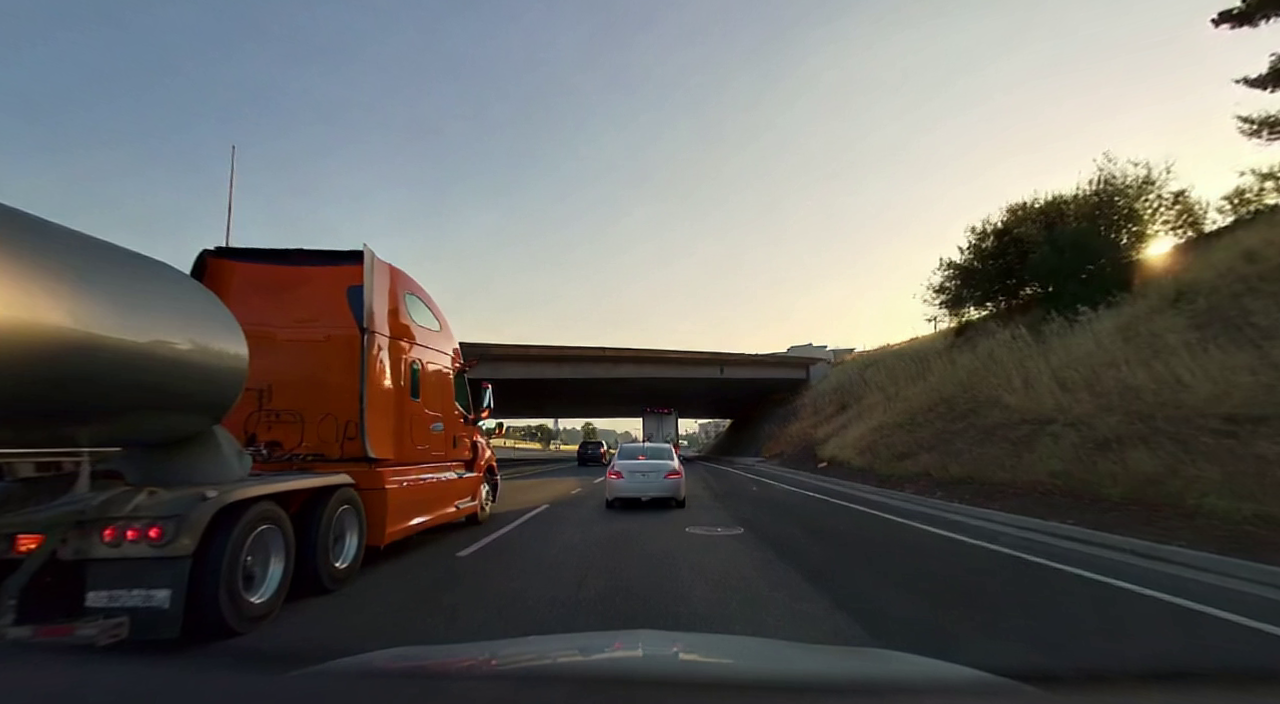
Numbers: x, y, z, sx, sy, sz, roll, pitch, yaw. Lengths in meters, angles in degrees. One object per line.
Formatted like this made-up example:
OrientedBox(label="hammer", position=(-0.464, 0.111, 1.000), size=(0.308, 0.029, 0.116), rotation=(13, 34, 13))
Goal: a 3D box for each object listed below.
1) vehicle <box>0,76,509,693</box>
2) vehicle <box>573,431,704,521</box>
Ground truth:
OrientedBox(label="vehicle", position=(-4.093, 0.687, 7.752), size=(3.019, 3.584, 8.205), rotation=(-1, -9, 1))
OrientedBox(label="vehicle", position=(-0.035, 2.421, 12.842), size=(2.215, 1.481, 4.246), rotation=(0, -9, 0))
